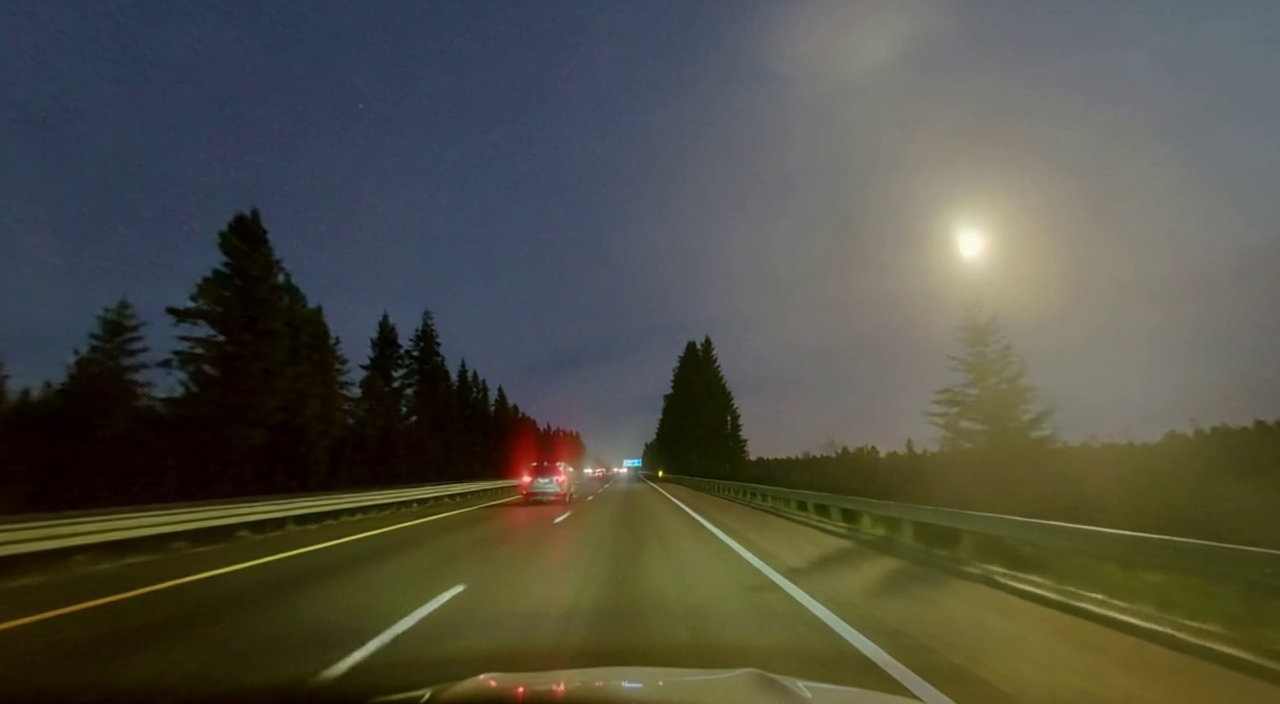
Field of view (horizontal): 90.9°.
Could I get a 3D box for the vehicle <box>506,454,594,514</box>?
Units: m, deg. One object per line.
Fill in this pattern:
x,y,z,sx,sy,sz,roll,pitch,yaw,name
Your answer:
-2.777,4.263,20.612,2.107,1.668,4.554,1,-11,1,vehicle
